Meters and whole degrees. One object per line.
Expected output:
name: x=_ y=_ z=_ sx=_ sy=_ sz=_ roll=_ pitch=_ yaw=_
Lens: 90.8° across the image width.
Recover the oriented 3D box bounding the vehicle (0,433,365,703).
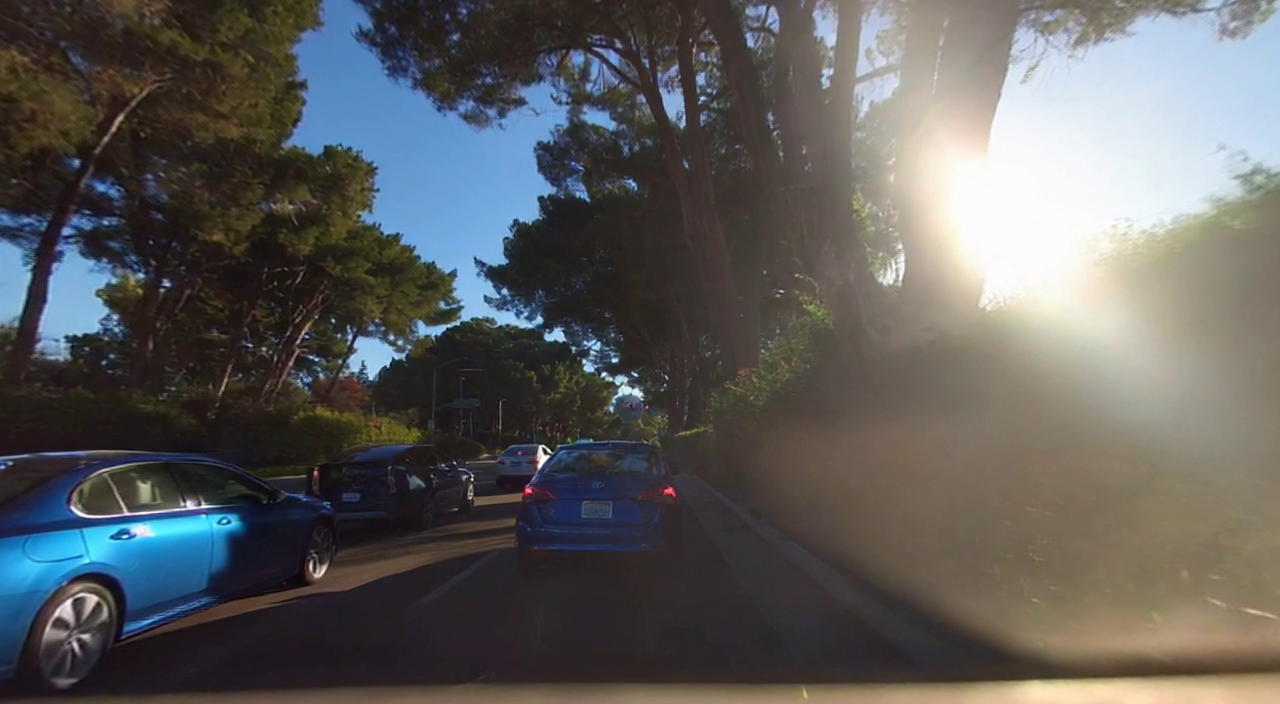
vehicle: x=-3.809 y=1.313 z=4.463 sx=1.784 sy=1.408 sz=4.141 roll=0 pitch=-8 yaw=1

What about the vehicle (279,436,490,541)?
vehicle: x=-4.256 y=2.318 z=11.463 sx=1.898 sy=1.503 sz=4.453 roll=0 pitch=-8 yaw=1

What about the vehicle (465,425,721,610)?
vehicle: x=-0.406 y=1.682 z=7.377 sx=2.127 sy=1.517 sz=4.090 roll=0 pitch=-8 yaw=0
